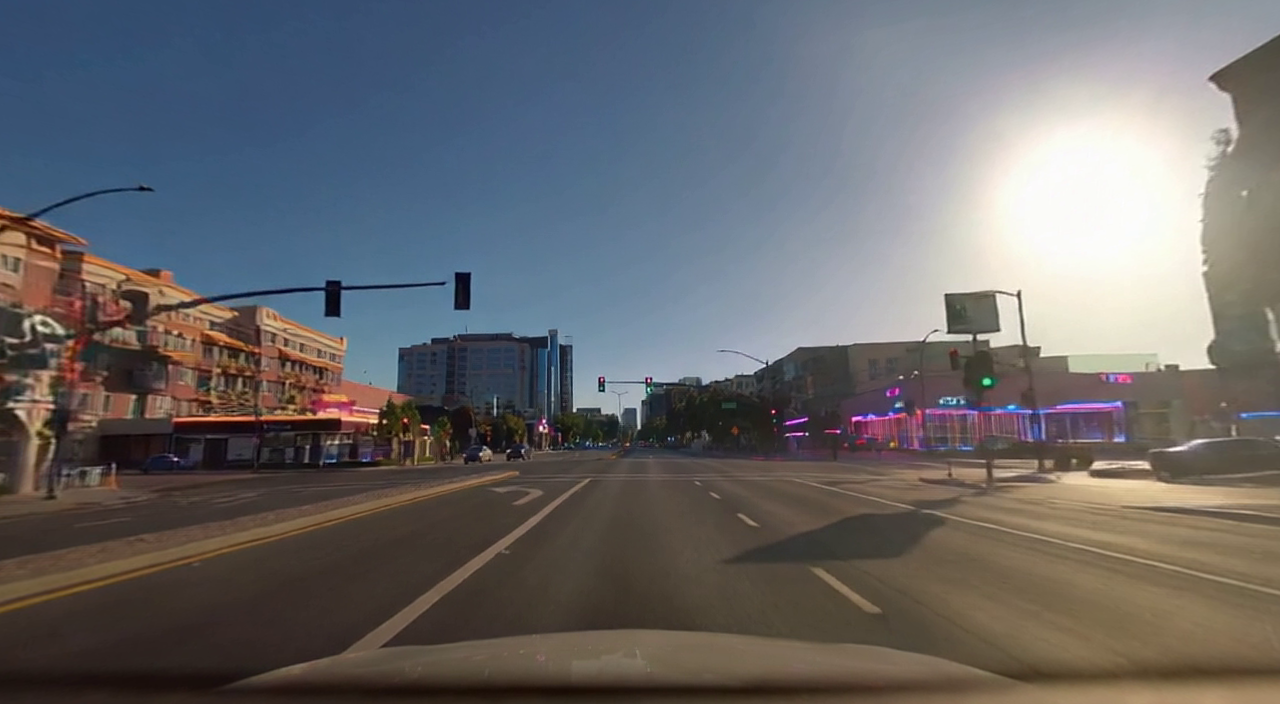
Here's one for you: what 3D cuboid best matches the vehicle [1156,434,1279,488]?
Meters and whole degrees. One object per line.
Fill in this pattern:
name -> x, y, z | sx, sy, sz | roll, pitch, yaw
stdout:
vehicle -> 18.831, 3.281, 19.258 | 4.545, 1.511, 1.935 | 0, -9, -3
